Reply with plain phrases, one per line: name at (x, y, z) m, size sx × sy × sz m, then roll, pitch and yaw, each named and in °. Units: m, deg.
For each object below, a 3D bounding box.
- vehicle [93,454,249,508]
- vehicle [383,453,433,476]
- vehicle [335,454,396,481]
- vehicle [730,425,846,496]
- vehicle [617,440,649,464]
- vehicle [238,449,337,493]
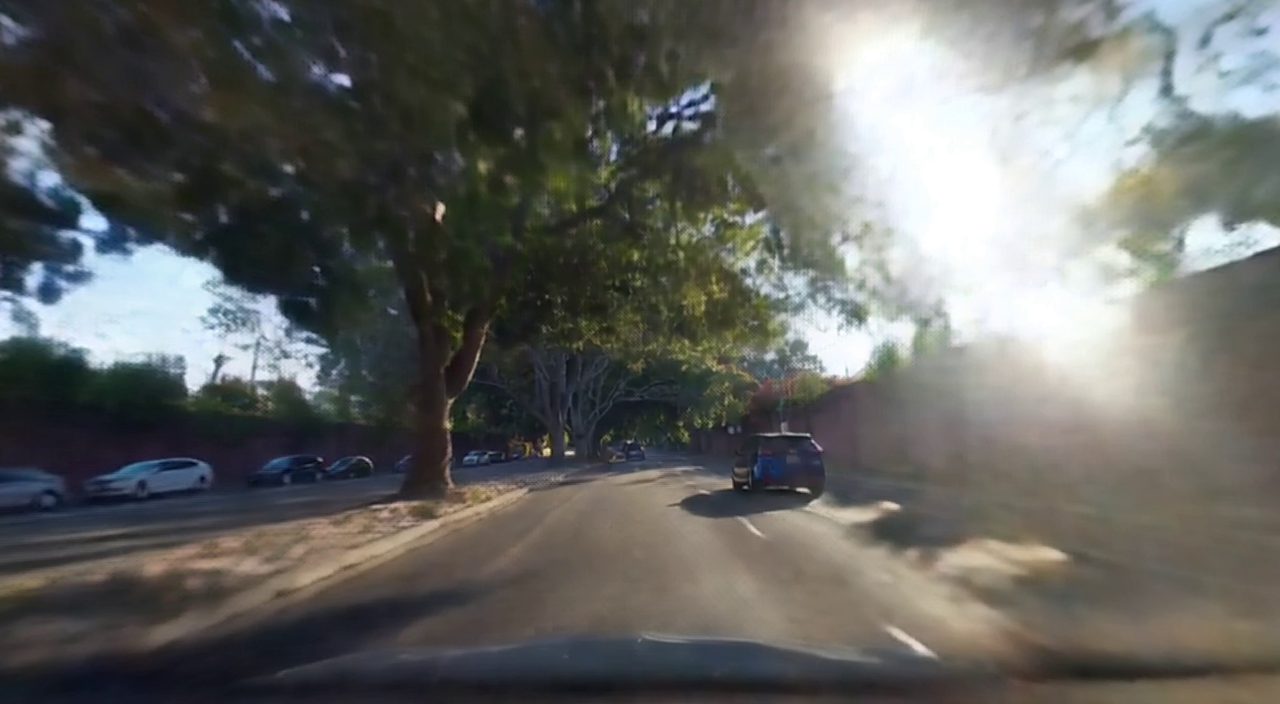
vehicle at (-17.342, 4.745, 23.773) m, size 2.184 × 1.697 × 4.826 m, roll -1°, pitch -8°, yaw 0°
vehicle at (-17.431, 8.432, 47.706) m, size 2.099 × 1.558 × 4.533 m, roll -1°, pitch -8°, yaw 0°
vehicle at (-17.124, 7.214, 39.633) m, size 1.933 × 1.494 × 4.259 m, roll -1°, pitch -8°, yaw -1°
vehicle at (4.049, 3.053, 18.174) m, size 2.155 × 1.752 × 4.456 m, roll -1°, pitch -8°, yaw -1°
vehicle at (-0.536, 7.735, 49.043) m, size 2.391 × 1.739 × 3.837 m, roll -1°, pitch -8°, yaw 0°
vehicle at (-17.513, 5.881, 31.759) m, size 2.352 × 1.857 × 4.893 m, roll -3°, pitch -9°, yaw -2°
